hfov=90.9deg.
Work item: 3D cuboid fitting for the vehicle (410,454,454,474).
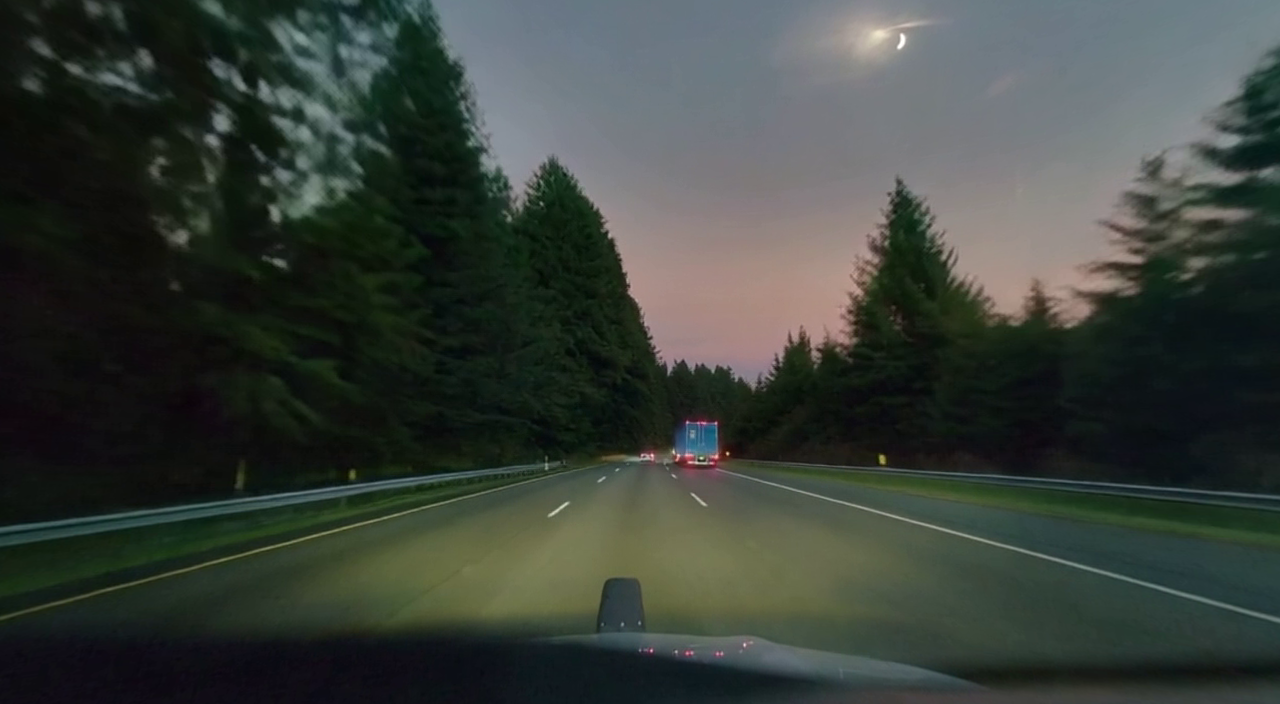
[{"bbox_3d":[-15.208,8.207,46.312,1.886,1.433,3.791,0,-9,1],"label":"vehicle"}]

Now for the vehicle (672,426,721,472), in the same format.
[{"bbox_3d":[3.661,6.435,41.844,2.572,2.795,5.978,0,-9,-1],"label":"vehicle"}]
